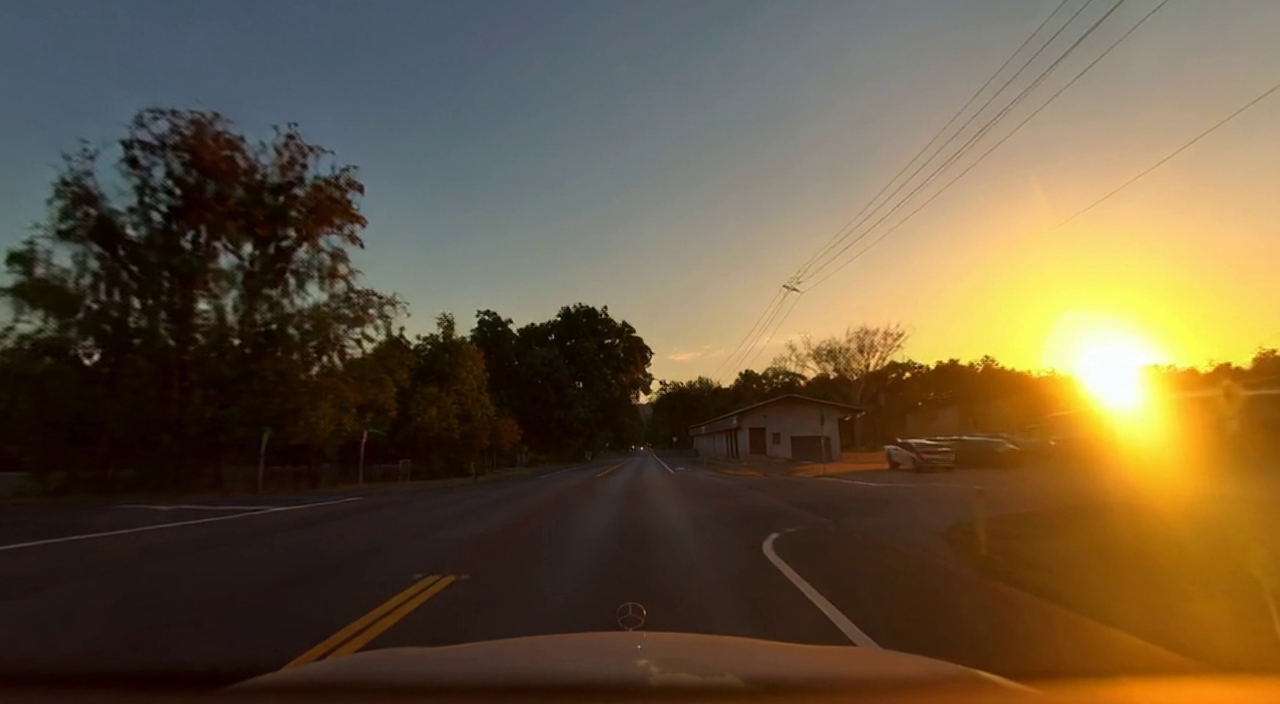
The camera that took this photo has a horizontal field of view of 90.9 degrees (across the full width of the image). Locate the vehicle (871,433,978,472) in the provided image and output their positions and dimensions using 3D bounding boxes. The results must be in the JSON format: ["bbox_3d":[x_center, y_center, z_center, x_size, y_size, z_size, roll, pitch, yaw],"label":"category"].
[{"bbox_3d":[14.440,5.117,32.350,2.037,1.829,4.919,3,-9,-21],"label":"vehicle"}]
